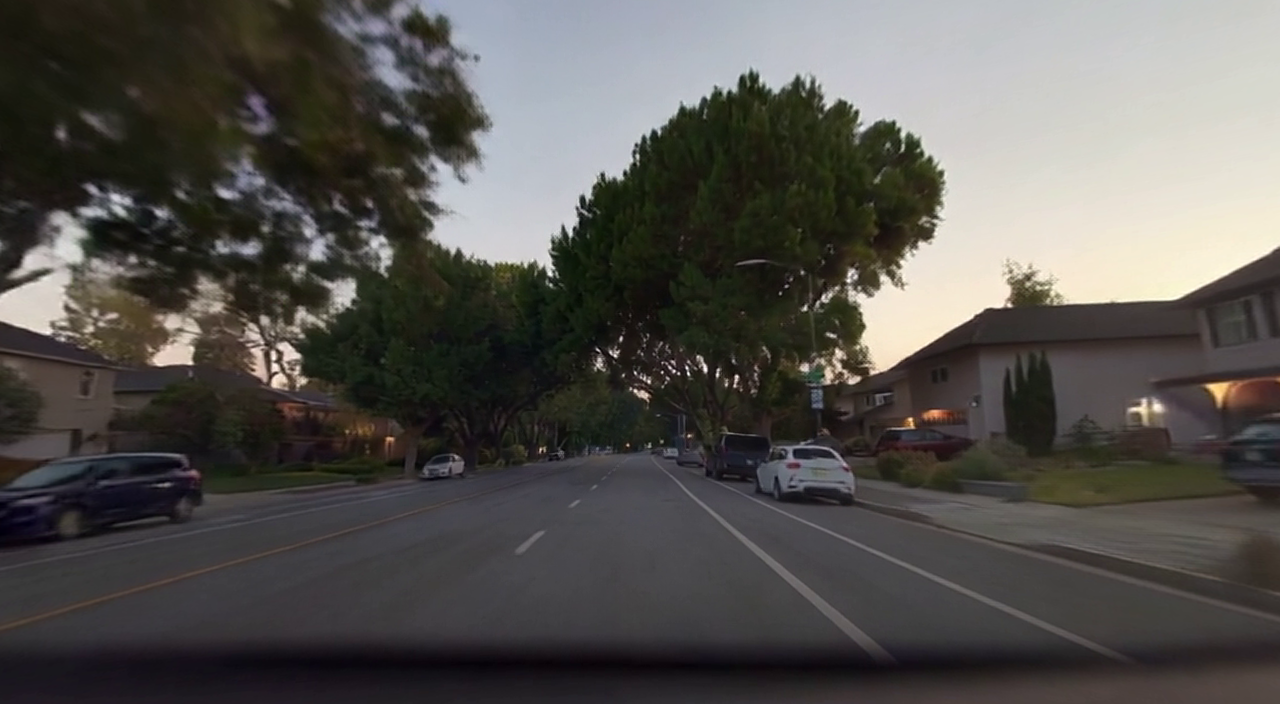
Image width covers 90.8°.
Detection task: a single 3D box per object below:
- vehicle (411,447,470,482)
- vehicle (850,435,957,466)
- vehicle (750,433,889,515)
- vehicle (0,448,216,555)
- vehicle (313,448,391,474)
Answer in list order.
[{"bbox_3d":[-10.909,6.225,34.884,1.964,1.667,4.217,-3,-10,-1],"label":"vehicle"},{"bbox_3d":[12.420,4.659,29.950,4.285,1.434,1.740,0,-9,0],"label":"vehicle"},{"bbox_3d":[4.072,2.844,15.192,2.007,1.657,4.362,0,-9,-1],"label":"vehicle"},{"bbox_3d":[-10.921,2.771,12.522,2.091,1.717,4.392,0,-9,-3],"label":"vehicle"},{"bbox_3d":[-19.916,7.535,43.831,4.359,1.727,2.029,0,-9,-2],"label":"vehicle"}]
